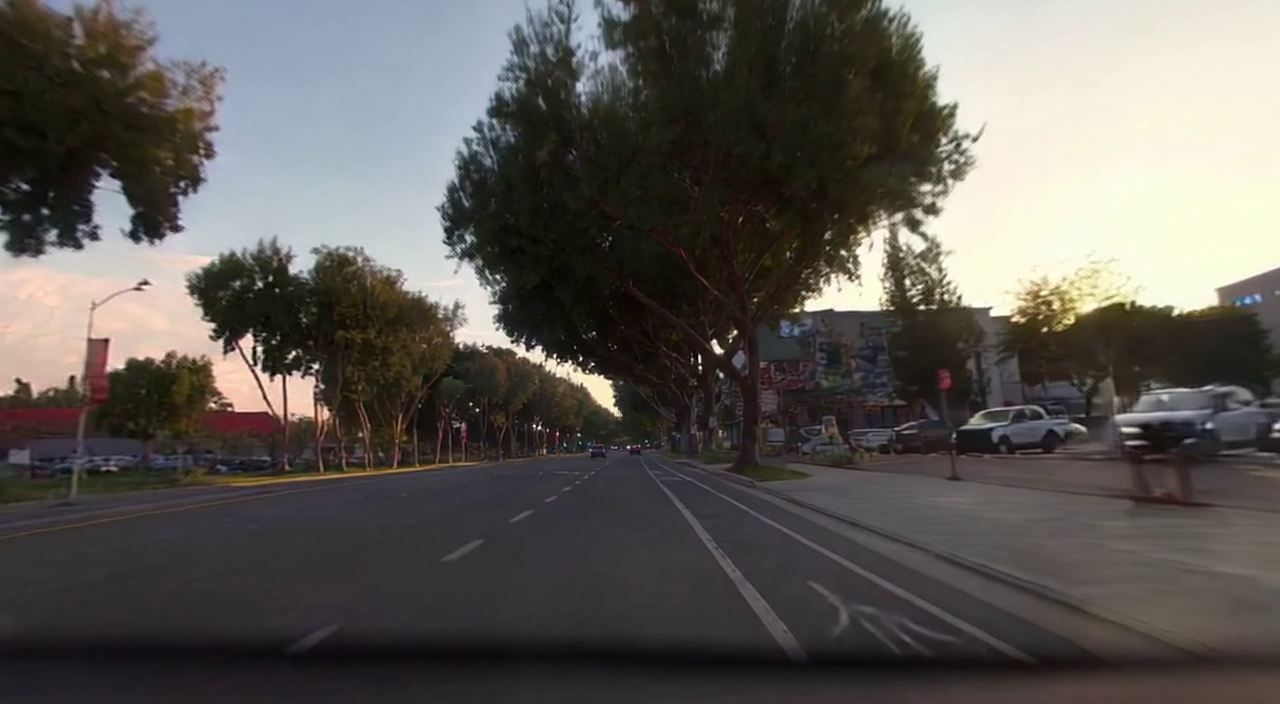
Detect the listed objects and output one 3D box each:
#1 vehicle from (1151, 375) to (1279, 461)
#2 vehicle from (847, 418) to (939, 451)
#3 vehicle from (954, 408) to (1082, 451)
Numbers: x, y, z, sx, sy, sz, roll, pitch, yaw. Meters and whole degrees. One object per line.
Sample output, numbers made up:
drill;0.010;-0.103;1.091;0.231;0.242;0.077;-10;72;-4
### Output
vehicle;12.741;1.207;12.396;3.795;1.485;1.698;-4;-8;-2
vehicle;12.525;4.119;31.341;3.742;1.560;1.822;-1;-9;1
vehicle;13.041;2.709;21.865;3.375;1.411;1.561;0;-9;0
